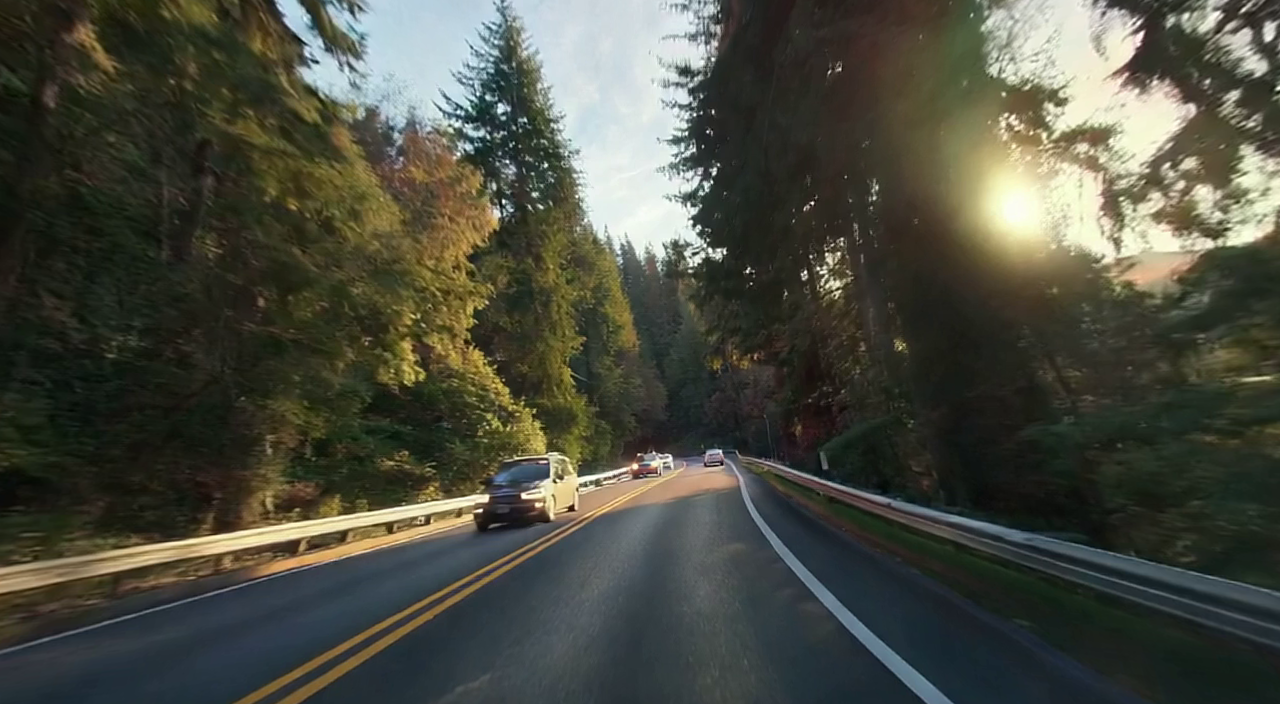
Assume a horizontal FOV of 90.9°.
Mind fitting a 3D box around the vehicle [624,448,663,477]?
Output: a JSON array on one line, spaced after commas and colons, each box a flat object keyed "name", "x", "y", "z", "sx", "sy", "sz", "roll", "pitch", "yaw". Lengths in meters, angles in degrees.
[{"name": "vehicle", "x": 0.328, "y": 7.697, "z": 44.185, "sx": 2.170, "sy": 1.872, "sz": 4.643, "roll": -1, "pitch": -8, "yaw": 7}]

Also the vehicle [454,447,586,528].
[{"name": "vehicle", "x": -2.935, "y": 3.401, "z": 16.563, "sx": 2.214, "sy": 1.782, "sz": 4.289, "roll": 0, "pitch": -9, "yaw": 6}]

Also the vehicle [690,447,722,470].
[{"name": "vehicle", "x": 4.603, "y": 7.355, "z": 43.879, "sx": 2.120, "sy": 1.491, "sz": 4.349, "roll": 0, "pitch": -9, "yaw": 6}]
